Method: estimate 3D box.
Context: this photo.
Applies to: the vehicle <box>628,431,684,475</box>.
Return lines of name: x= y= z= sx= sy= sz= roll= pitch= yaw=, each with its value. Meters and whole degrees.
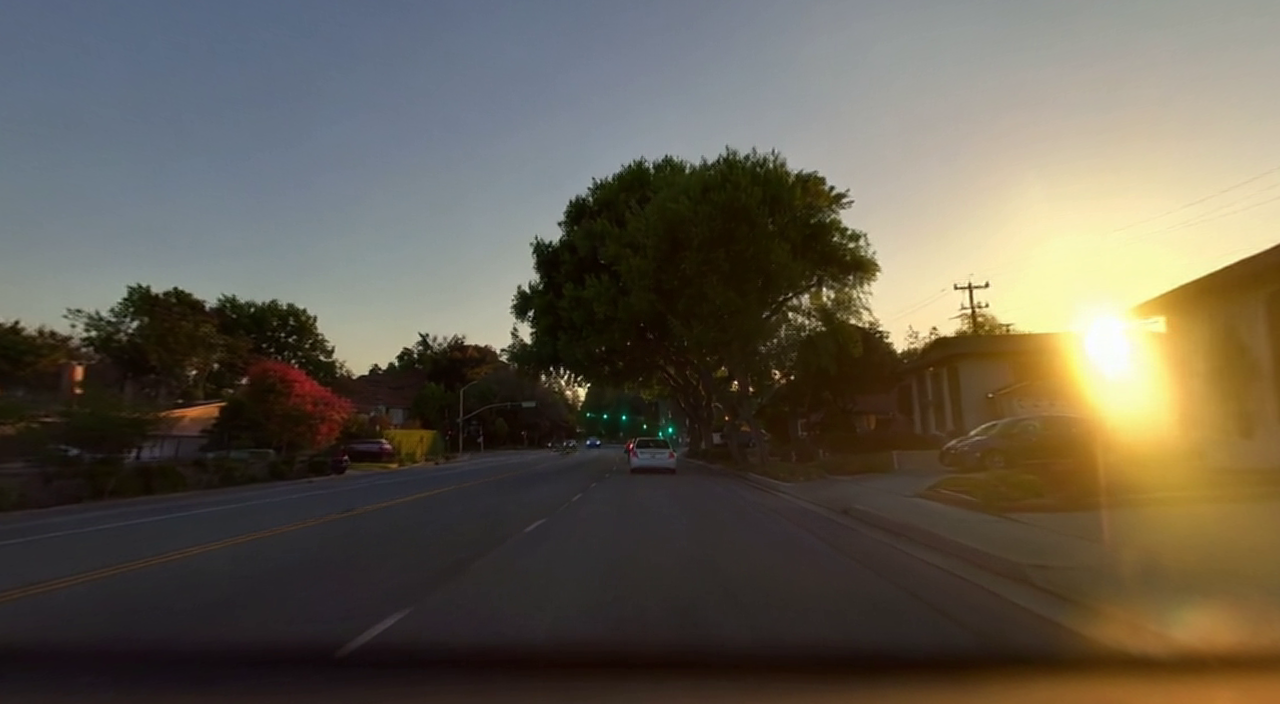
vehicle: x=0.617 y=4.053 z=25.342 sx=2.088 sy=1.607 sz=3.903 roll=0 pitch=-9 yaw=1

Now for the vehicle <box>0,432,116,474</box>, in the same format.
vehicle: x=-28.443 y=4.876 z=30.596 sx=5.100 sy=1.864 sz=2.490 roll=-4 pitch=-9 yaw=25

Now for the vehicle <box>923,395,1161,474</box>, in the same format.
vehicle: x=10.235 y=2.145 z=16.361 sx=4.746 sy=1.485 sz=1.916 roll=-6 pitch=-8 yaw=0
